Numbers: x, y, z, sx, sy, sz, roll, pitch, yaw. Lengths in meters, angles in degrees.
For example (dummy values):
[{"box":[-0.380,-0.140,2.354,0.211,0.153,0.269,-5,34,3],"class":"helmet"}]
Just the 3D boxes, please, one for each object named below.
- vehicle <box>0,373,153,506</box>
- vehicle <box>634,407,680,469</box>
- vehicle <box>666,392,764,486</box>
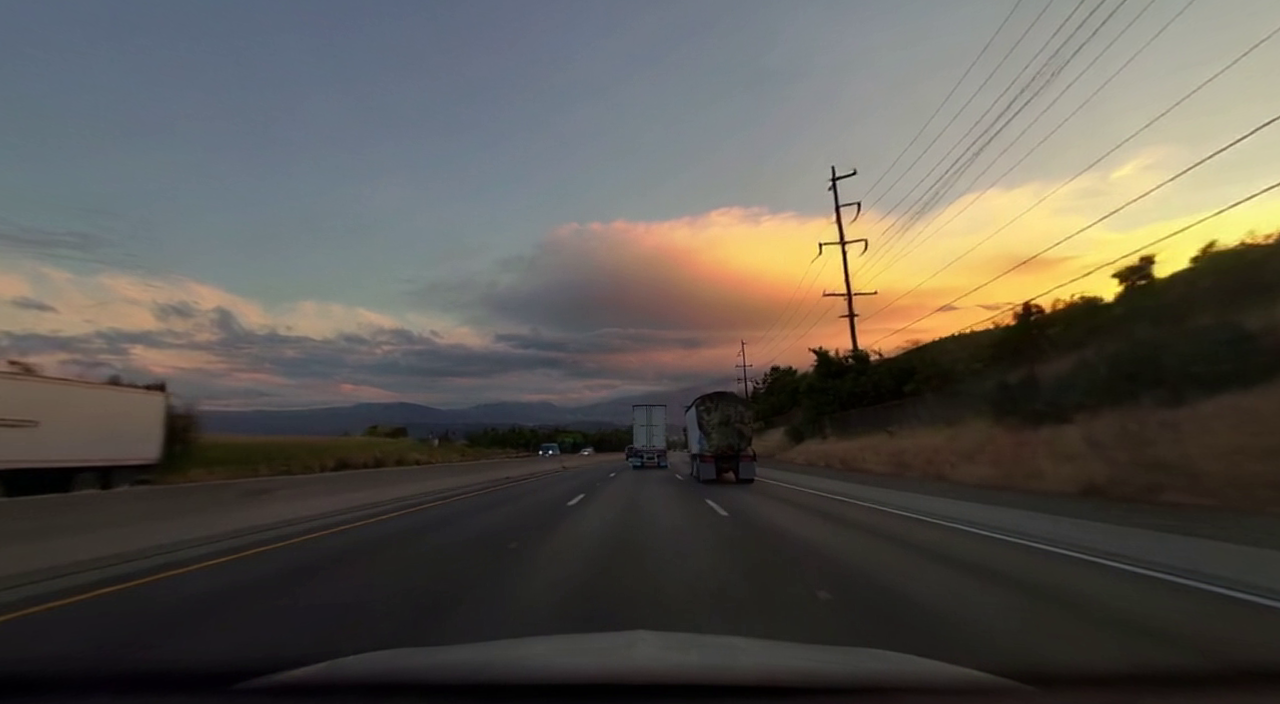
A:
[{"box":[-21.036,2.281,16.834,3.230,3.957,15.882,0,-9,1],"class":"vehicle"},{"box":[1.065,6.746,48.415,2.997,4.076,13.224,0,-9,0],"class":"vehicle"},{"box":[2.869,3.822,27.186,2.938,3.378,8.820,0,-9,-1],"class":"vehicle"}]
